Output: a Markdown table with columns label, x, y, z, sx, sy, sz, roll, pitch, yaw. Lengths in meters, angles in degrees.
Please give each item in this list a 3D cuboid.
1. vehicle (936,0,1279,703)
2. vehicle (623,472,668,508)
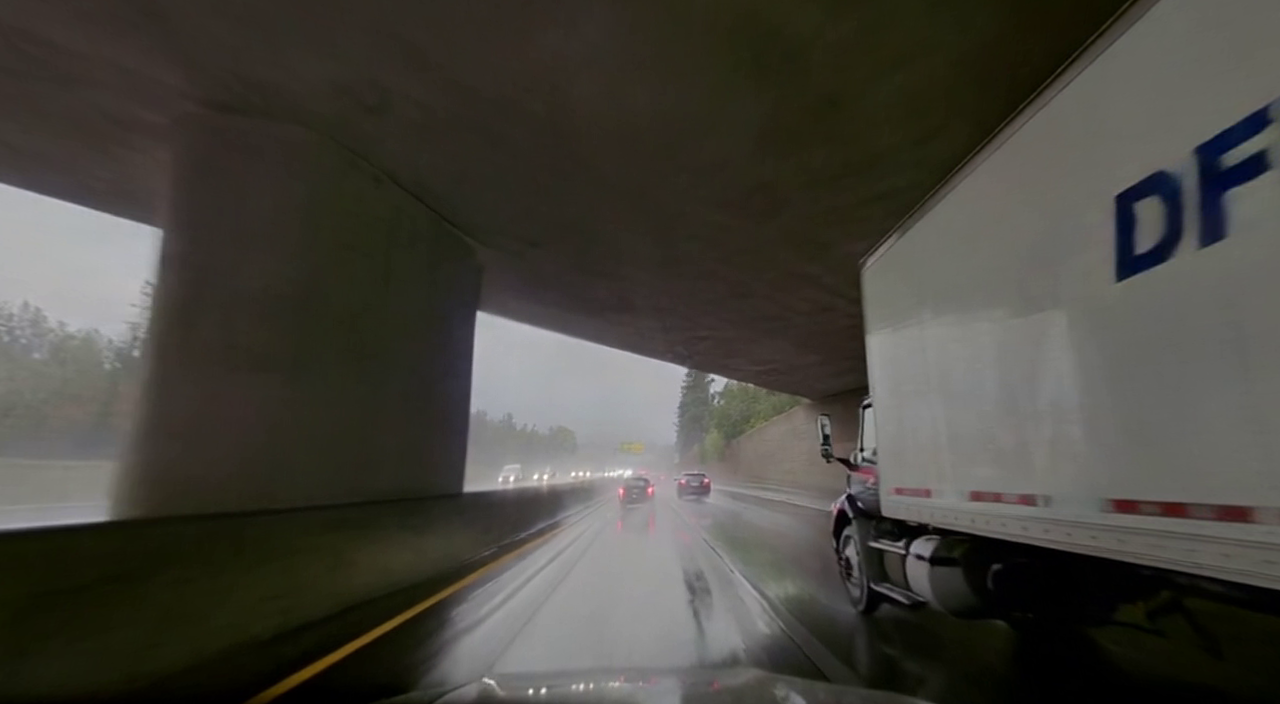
| label | x | y | z | sx | sy | sz | roll | pitch | yaw |
| --- | --- | --- | --- | --- | --- | --- | --- | --- | --- |
| vehicle | 4.248 | -0.319 | 0.802 | 2.980 | 3.834 | 9.423 | 1 | -11 | -1 |
| vehicle | 0.251 | 6.987 | 32.193 | 2.124 | 1.653 | 4.857 | 1 | -11 | 0 |
